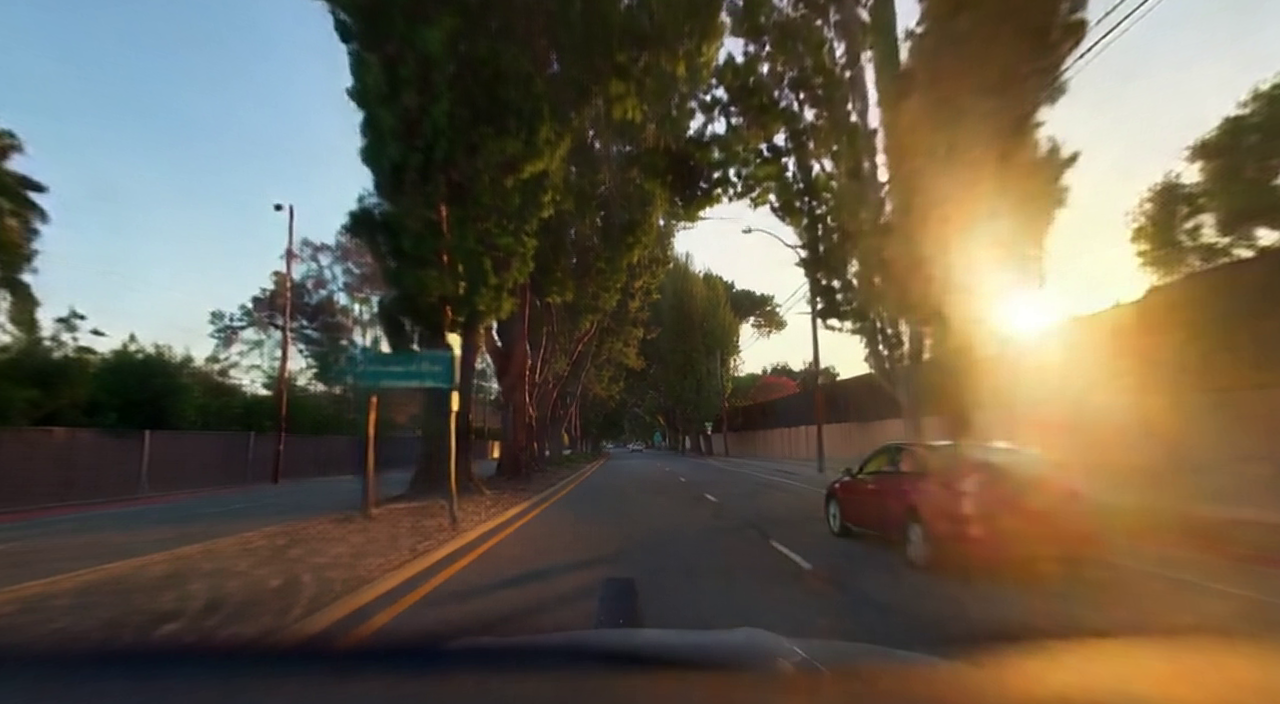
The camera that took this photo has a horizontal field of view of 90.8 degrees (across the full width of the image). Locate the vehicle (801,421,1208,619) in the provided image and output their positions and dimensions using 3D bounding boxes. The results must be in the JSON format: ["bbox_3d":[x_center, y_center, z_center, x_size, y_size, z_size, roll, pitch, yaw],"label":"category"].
[{"bbox_3d":[3.418,1.639,7.170,1.985,1.529,4.316,0,-9,-1],"label":"vehicle"}]
